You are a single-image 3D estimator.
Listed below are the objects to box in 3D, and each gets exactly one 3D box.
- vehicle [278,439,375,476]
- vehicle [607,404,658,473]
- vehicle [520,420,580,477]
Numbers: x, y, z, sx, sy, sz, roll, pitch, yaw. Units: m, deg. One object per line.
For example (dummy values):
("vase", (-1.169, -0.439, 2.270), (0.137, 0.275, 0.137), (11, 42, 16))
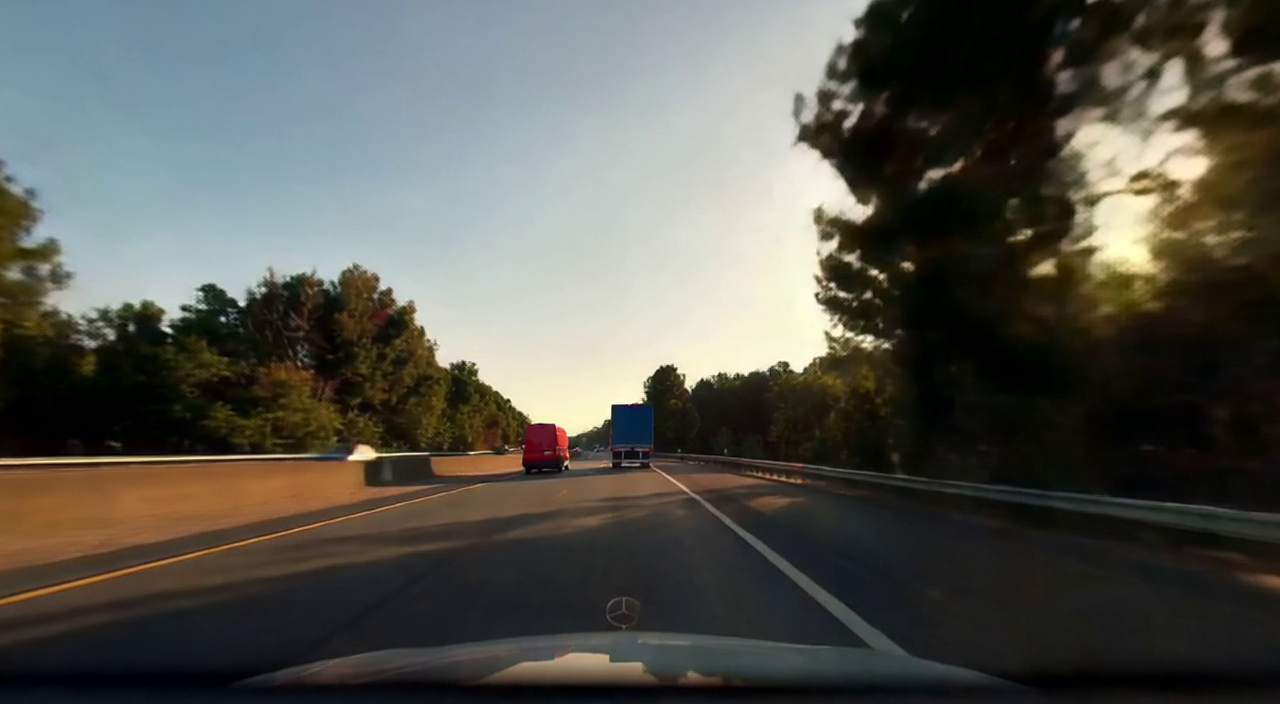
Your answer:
("vehicle", (-13.491, 4.565, 27.495), (1.847, 1.454, 4.594), (0, -9, 0))
("vehicle", (-0.582, 5.886, 42.448), (2.995, 4.036, 10.311), (0, -9, -1))
("vehicle", (-4.698, 5.199, 34.000), (2.357, 2.786, 6.144), (0, -9, -1))
